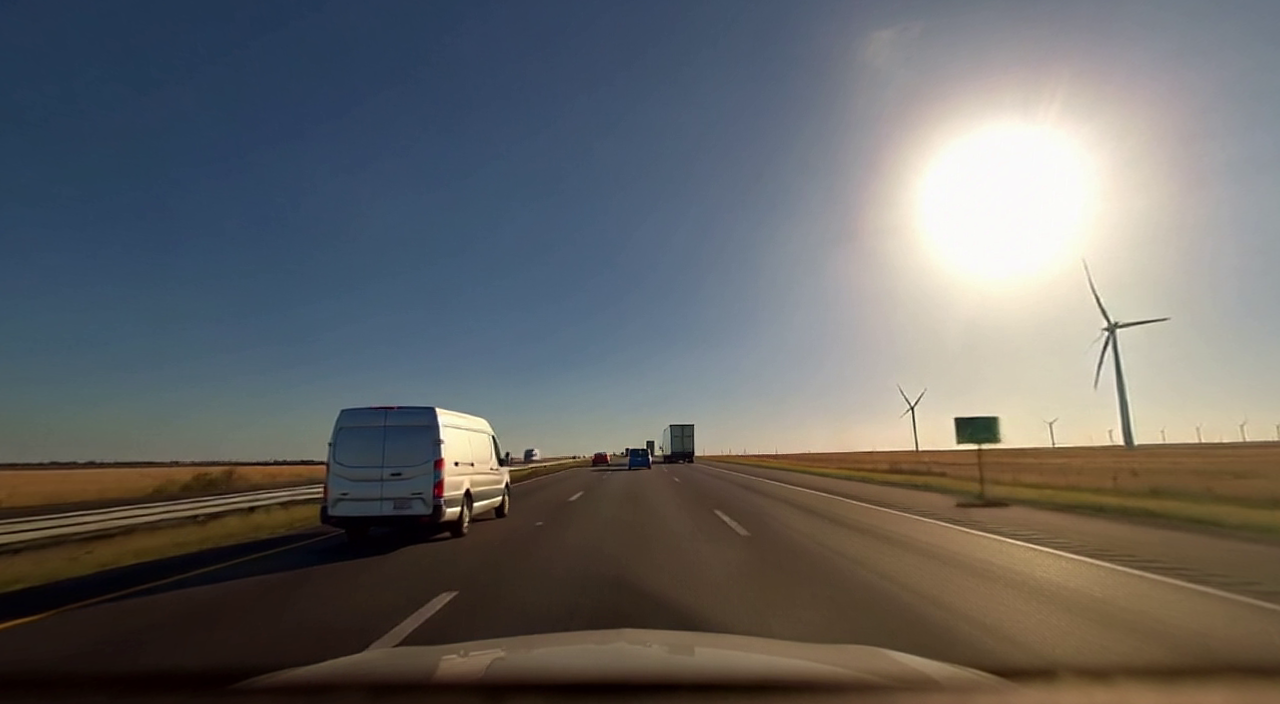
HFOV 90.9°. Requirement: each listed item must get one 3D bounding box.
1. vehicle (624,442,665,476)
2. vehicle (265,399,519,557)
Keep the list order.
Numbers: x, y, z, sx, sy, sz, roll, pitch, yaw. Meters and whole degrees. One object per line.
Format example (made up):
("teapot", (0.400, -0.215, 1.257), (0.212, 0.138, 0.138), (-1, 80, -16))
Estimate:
("vehicle", (0.250, 5.789, 34.156), (2.083, 1.689, 4.083), (0, -9, 0))
("vehicle", (-3.590, 1.952, 10.377), (2.238, 1.984, 4.650), (0, -9, 0))
